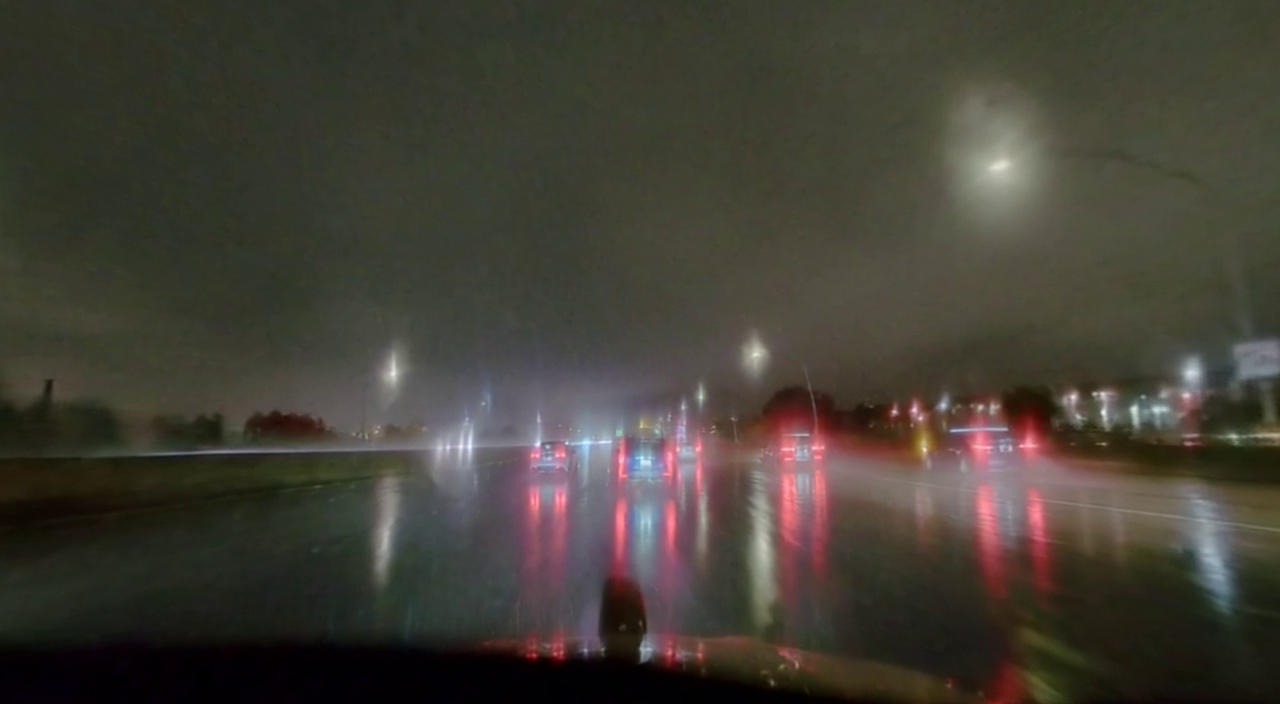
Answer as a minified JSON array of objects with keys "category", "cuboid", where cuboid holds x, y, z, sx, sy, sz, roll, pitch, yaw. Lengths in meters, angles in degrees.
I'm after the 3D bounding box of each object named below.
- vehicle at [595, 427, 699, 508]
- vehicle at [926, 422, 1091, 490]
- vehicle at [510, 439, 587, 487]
[{"category":"vehicle","cuboid":[0.134,2.663,14.921,2.099,1.640,4.134,0,-8,0]},{"category":"vehicle","cuboid":[10.696,3.064,18.734,2.133,1.770,4.537,0,-8,0]},{"category":"vehicle","cuboid":[-3.112,3.882,22.394,2.011,1.510,4.698,0,-8,1]}]
